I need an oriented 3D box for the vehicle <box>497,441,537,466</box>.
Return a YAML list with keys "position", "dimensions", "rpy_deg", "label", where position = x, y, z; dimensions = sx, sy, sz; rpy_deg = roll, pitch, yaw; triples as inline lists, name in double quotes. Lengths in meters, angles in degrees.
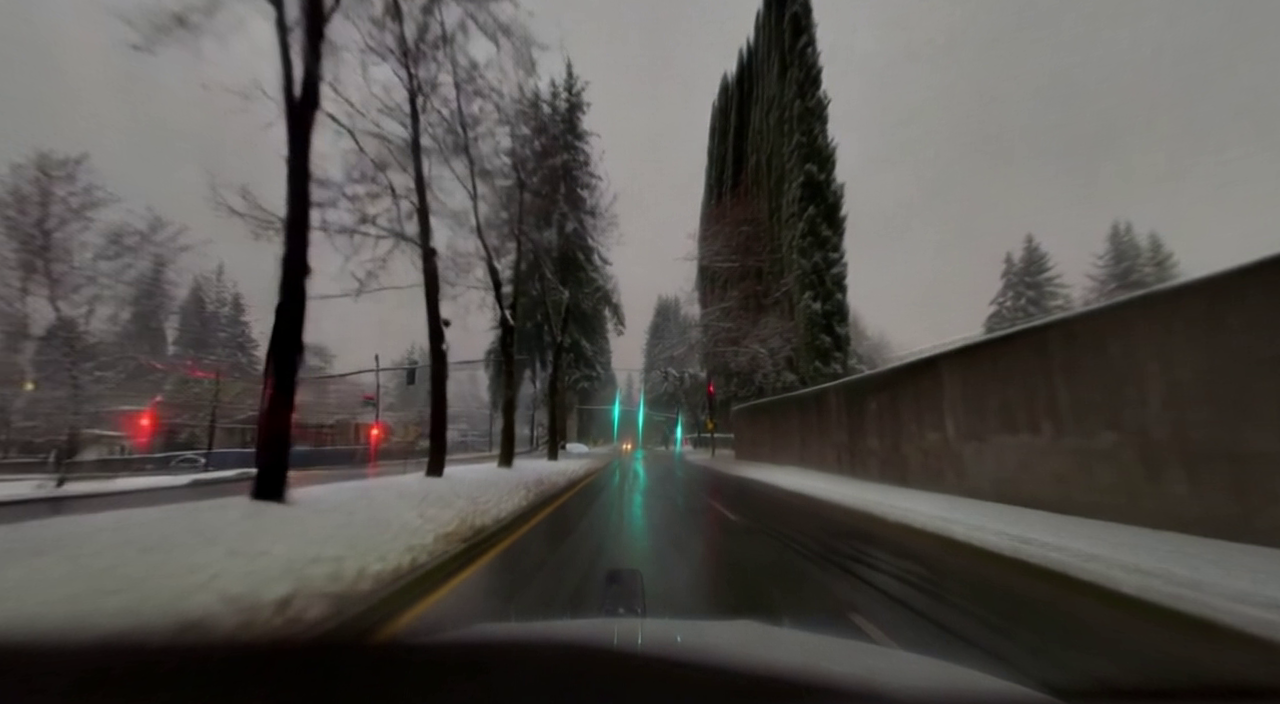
- position: [-7.897, 6.585, 40.738]
  dimensions: [1.783, 1.501, 4.307]
  rpy_deg: [0, -9, -1]
  label: "vehicle"
